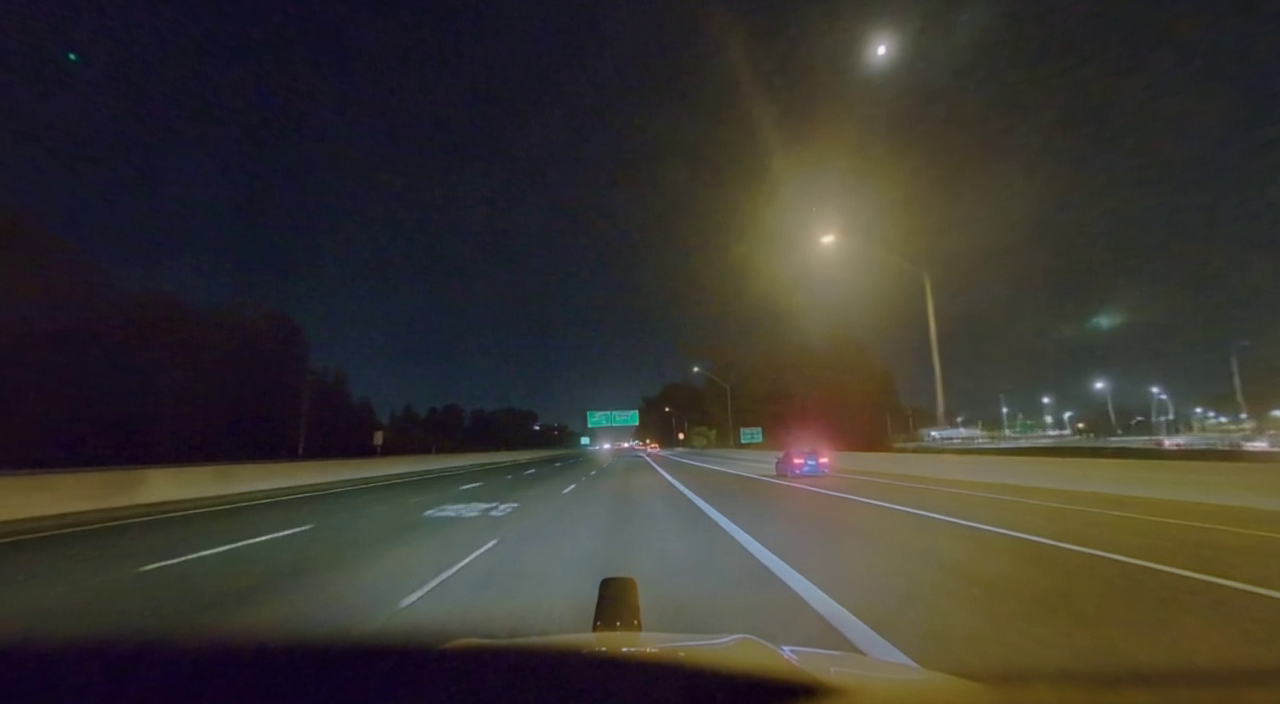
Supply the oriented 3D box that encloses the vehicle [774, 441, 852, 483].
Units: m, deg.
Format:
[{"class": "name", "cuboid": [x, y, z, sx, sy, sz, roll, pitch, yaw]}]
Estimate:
[{"class": "vehicle", "cuboid": [6.872, 4.383, 25.578, 1.958, 1.498, 4.447, 0, -8, 1]}]
